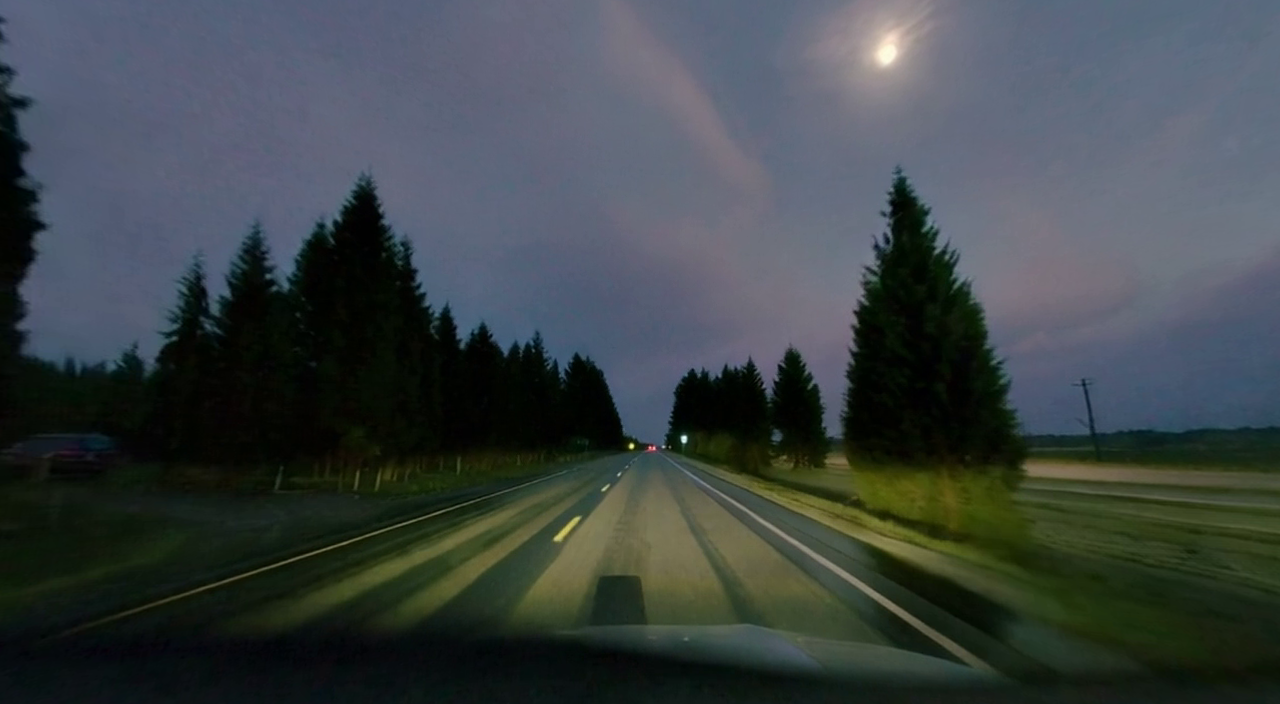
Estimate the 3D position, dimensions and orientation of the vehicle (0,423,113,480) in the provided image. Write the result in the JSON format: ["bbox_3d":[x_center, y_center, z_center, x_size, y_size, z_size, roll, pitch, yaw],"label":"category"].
[{"bbox_3d":[-19.449,2.951,18.911,5.008,1.619,2.102,3,-9,-15],"label":"vehicle"}]
